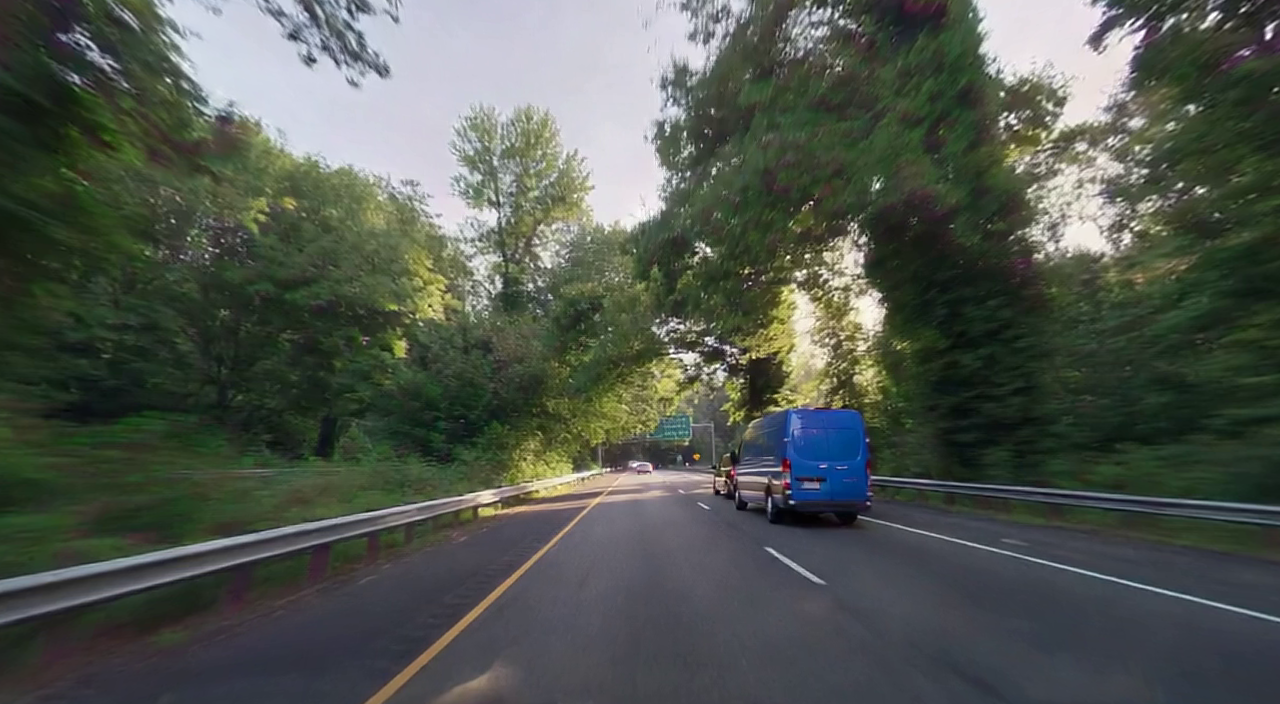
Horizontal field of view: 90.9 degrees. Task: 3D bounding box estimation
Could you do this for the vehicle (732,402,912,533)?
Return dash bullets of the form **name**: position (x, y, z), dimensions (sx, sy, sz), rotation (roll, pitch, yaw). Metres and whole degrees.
- **vehicle**: position (4.330, 3.039, 16.725), dimensions (2.737, 2.711, 6.687), rotation (1, -10, 0)
